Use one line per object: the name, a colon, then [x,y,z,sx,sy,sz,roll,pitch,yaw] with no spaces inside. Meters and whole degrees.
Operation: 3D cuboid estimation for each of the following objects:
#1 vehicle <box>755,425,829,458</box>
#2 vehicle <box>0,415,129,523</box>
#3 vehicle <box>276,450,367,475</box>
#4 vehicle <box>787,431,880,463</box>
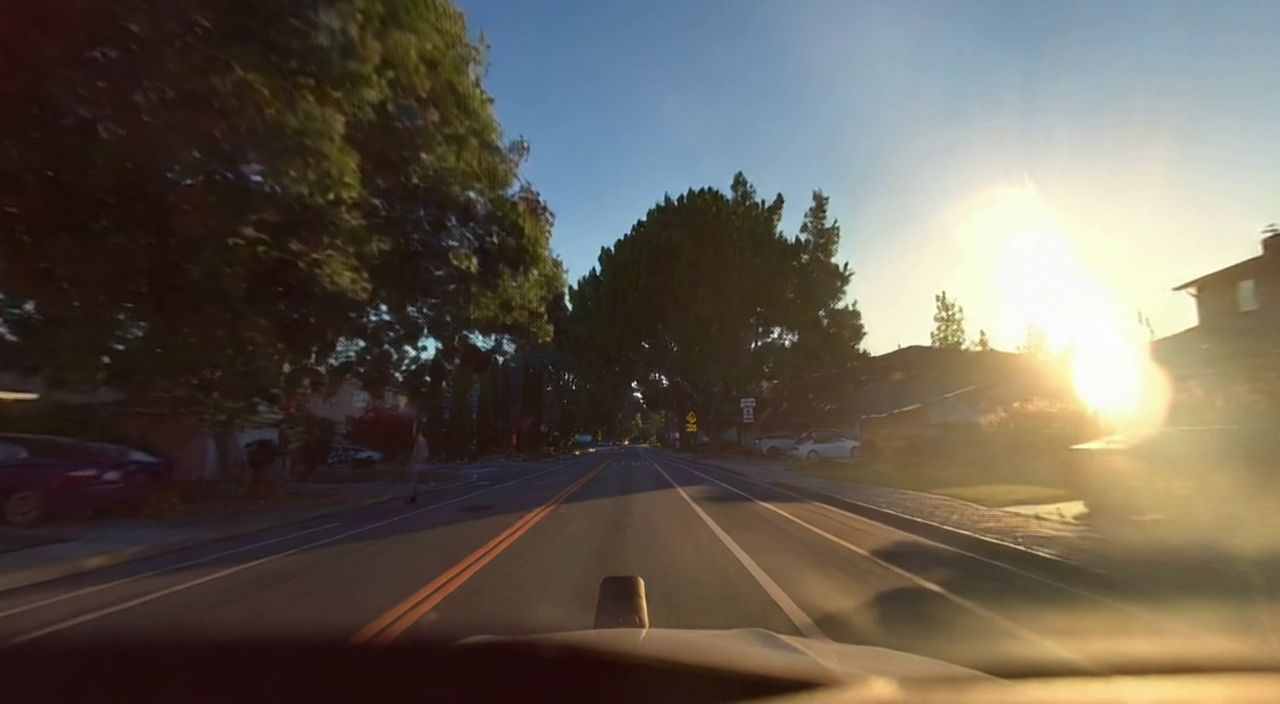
vehicle: [10.685,6.324,44.685,4.459,1.696,2.361,-7,-8,-2]
vehicle: [-12.760,2.144,11.837,4.549,1.802,2.081,0,-8,2]
vehicle: [-18.976,6.600,37.780,4.440,1.445,1.919,-1,-8,5]
vehicle: [10.880,5.362,35.757,4.493,1.493,1.926,-3,-8,-4]
